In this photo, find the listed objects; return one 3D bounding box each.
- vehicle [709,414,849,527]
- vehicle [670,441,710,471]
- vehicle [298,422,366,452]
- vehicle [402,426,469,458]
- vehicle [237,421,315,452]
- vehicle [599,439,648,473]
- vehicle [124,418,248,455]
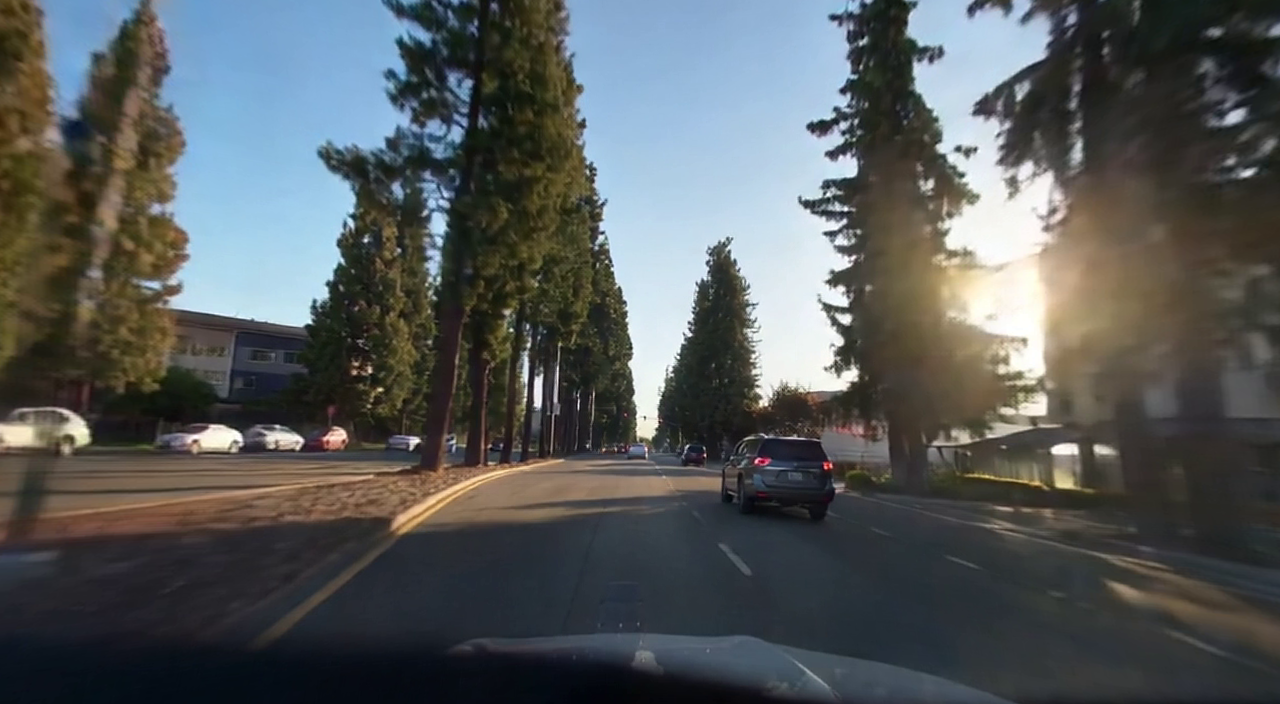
[{"bbox_3d":[2.895,2.556,14.157,2.035,1.940,4.299,5,-8,0],"label":"vehicle"},{"bbox_3d":[2.951,6.231,38.030,1.922,1.708,4.126,1,-8,-1],"label":"vehicle"},{"bbox_3d":[-19.344,5.380,39.963,1.958,1.756,4.530,1,-8,0],"label":"vehicle"},{"bbox_3d":[-11.113,4.963,34.707,2.105,1.645,4.590,1,-8,0],"label":"vehicle"},{"bbox_3d":[-19.371,4.559,33.855,1.780,1.546,4.060,1,-8,-1],"label":"vehicle"},{"bbox_3d":[-0.715,4.823,29.525,2.119,1.460,3.847,1,-8,0],"label":"vehicle"},{"bbox_3d":[-19.220,3.642,27.071,1.913,1.417,4.592,1,-8,0],"label":"vehicle"}]
